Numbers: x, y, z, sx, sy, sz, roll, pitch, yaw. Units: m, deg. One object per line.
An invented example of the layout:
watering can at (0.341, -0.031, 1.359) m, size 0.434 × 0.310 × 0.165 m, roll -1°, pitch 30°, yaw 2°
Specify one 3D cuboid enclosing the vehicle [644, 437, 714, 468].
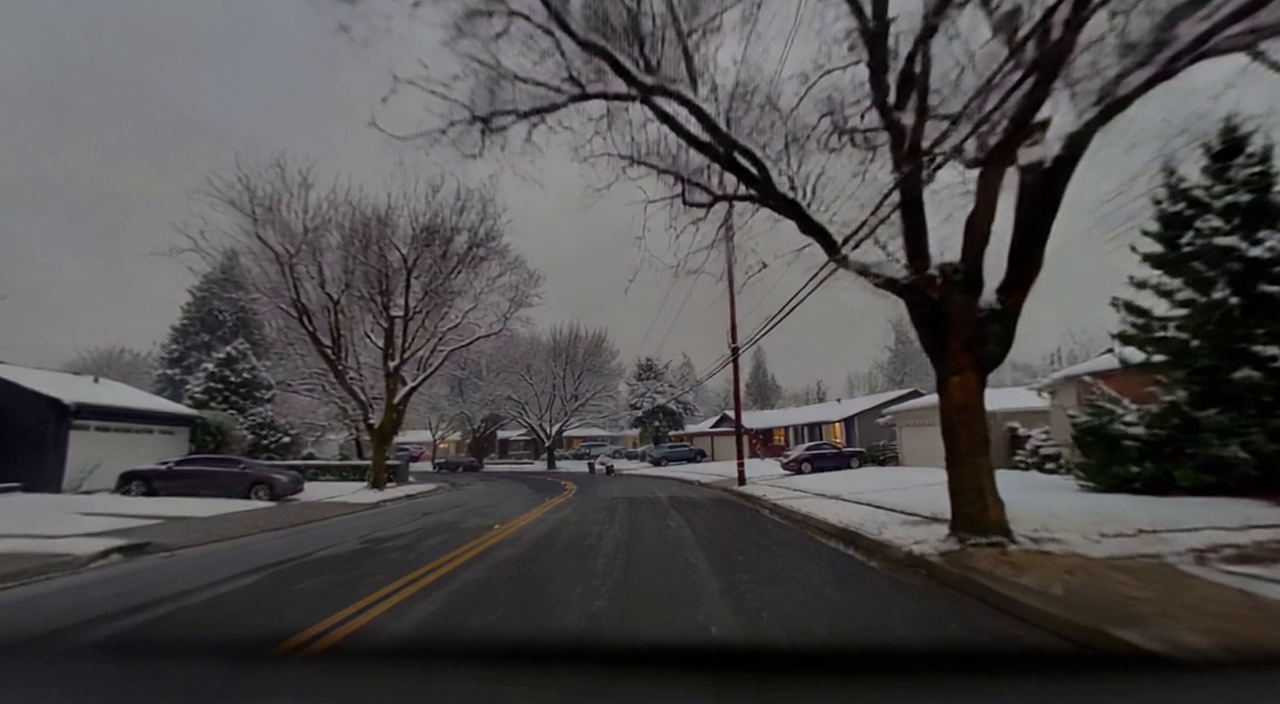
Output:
vehicle at (2.728, 6.991, 44.045) m, size 4.459 × 1.738 × 1.930 m, roll 0°, pitch -8°, yaw -29°
